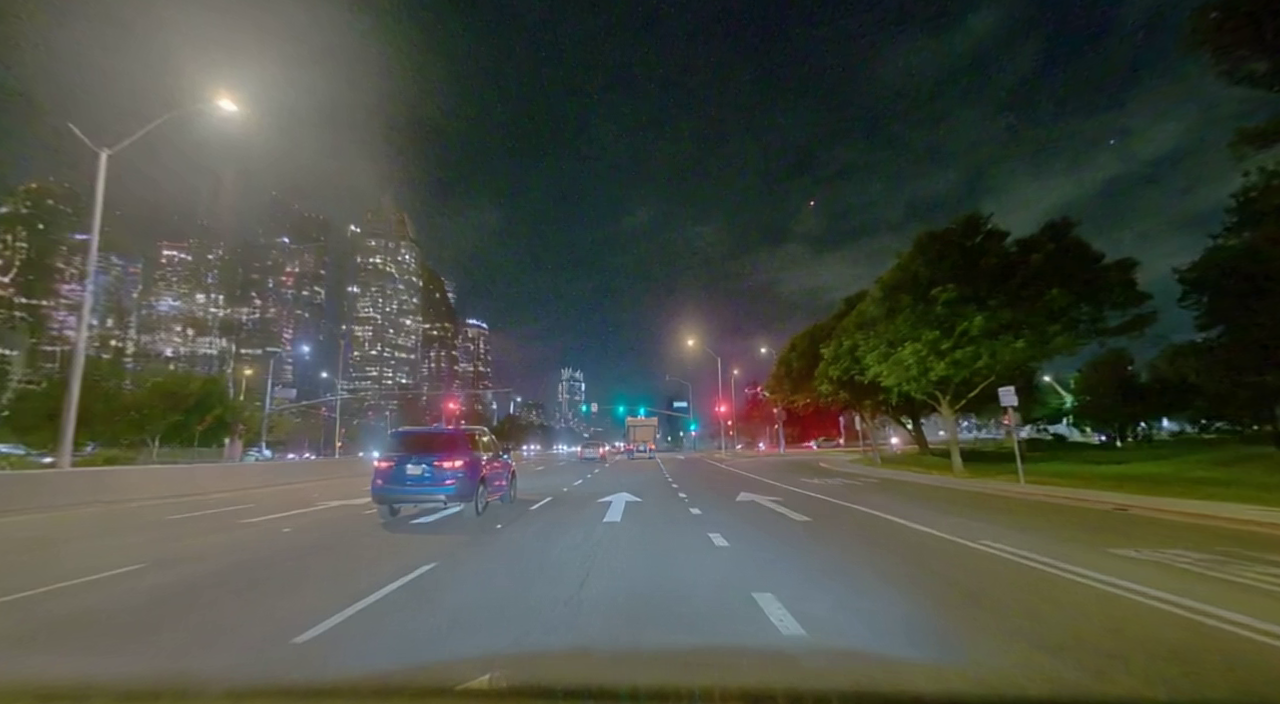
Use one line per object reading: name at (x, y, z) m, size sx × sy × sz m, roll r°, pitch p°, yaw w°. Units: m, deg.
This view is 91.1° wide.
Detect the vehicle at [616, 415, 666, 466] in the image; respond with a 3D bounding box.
vehicle at (0.153, 5.745, 40.628) m, size 2.993 × 3.051 × 6.692 m, roll 0°, pitch -8°, yaw 2°

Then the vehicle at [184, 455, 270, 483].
vehicle at (-24.763, 7.010, 37.837) m, size 2.013 × 1.517 × 4.567 m, roll 0°, pitch -9°, yaw 1°

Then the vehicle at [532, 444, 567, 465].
vehicle at (-6.696, 7.587, 46.742) m, size 1.933 × 1.477 × 4.119 m, roll 0°, pitch -8°, yaw 1°

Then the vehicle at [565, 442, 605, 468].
vehicle at (-3.270, 6.241, 38.149) m, size 2.023 × 1.483 × 4.143 m, roll 0°, pitch -9°, yaw 1°

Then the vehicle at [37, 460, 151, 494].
vehicle at (-28.620, 6.544, 33.149) m, size 1.828 × 1.499 × 4.619 m, roll 0°, pitch -9°, yaw 1°

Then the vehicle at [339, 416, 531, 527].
vehicle at (-3.834, 2.348, 12.936) m, size 2.178 × 1.826 × 4.933 m, roll 0°, pitch -8°, yaw 1°
